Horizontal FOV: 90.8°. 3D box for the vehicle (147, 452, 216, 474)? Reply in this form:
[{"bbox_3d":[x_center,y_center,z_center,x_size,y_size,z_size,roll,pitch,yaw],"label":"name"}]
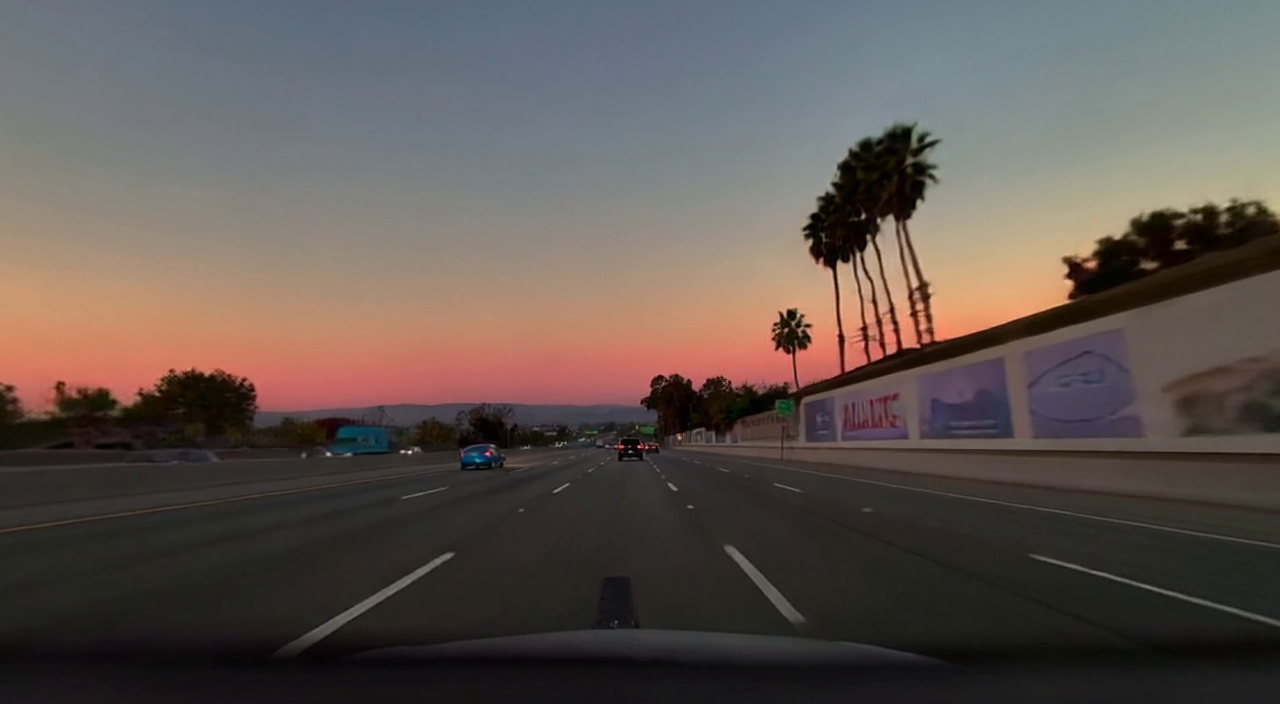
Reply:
[{"bbox_3d":[-33.295,8.054,45.999,1.821,1.429,4.287,0,-9,0],"label":"vehicle"}]

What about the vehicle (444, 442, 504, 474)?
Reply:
[{"bbox_3d":[-8.563,5.492,33.011,1.971,1.552,4.465,0,-9,0],"label":"vehicle"}]

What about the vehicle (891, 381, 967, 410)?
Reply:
[{"bbox_3d":[16.930,2.572,37.107,3.587,1.458,1.870,1,-8,2],"label":"vehicle"}]

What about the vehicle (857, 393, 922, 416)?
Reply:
[{"bbox_3d":[16.651,3.496,42.231,3.548,1.362,1.745,-1,-9,1],"label":"vehicle"}]
